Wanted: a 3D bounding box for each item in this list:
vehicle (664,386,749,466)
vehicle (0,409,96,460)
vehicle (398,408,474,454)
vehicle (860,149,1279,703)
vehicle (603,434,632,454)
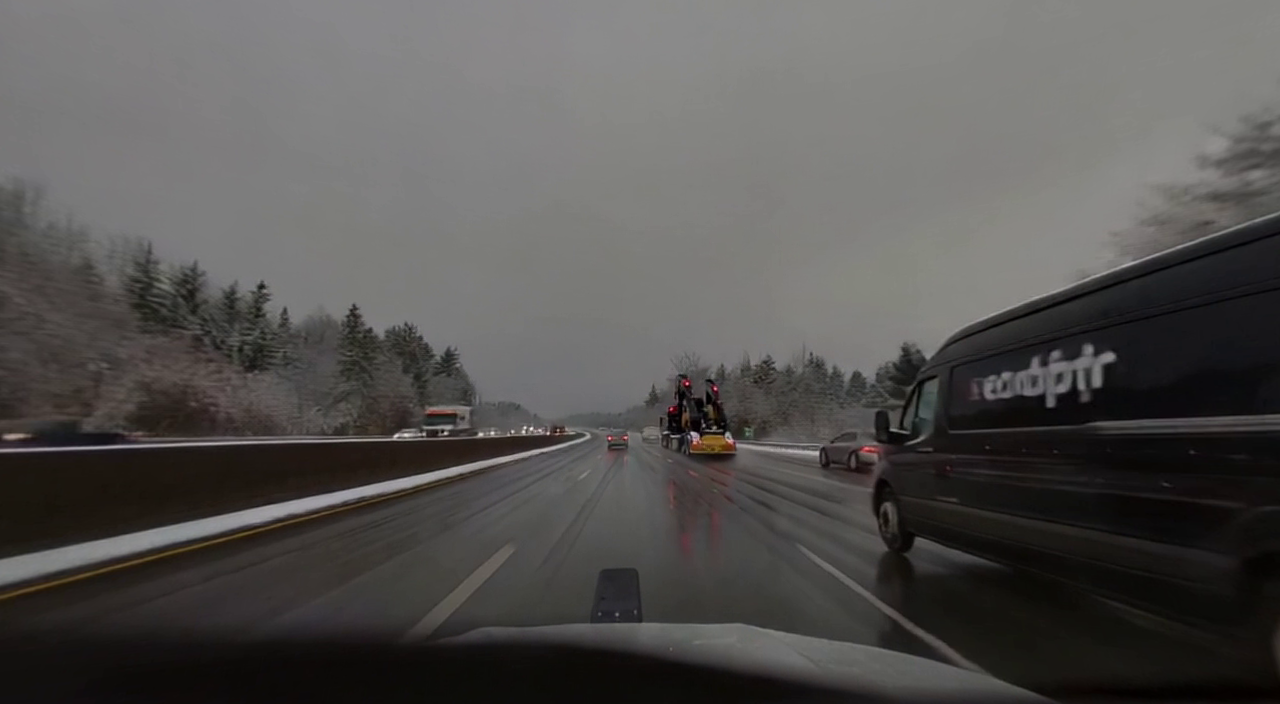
[{"bbox_3d":[3.328,4.171,34.726,2.912,3.738,10.123,1,-8,-4],"label":"vehicle"},{"bbox_3d":[-21.923,2.902,22.081,1.914,1.637,4.353,0,-8,-3],"label":"vehicle"},{"bbox_3d":[-12.162,4.814,38.263,2.330,2.491,7.401,0,-8,-2],"label":"vehicle"},{"bbox_3d":[3.714,0.646,3.942,2.386,2.509,5.880,0,-8,-2],"label":"vehicle"},{"bbox_3d":[-1.786,7.286,49.815,2.217,1.502,4.222,1,-8,-3],"label":"vehicle"}]
